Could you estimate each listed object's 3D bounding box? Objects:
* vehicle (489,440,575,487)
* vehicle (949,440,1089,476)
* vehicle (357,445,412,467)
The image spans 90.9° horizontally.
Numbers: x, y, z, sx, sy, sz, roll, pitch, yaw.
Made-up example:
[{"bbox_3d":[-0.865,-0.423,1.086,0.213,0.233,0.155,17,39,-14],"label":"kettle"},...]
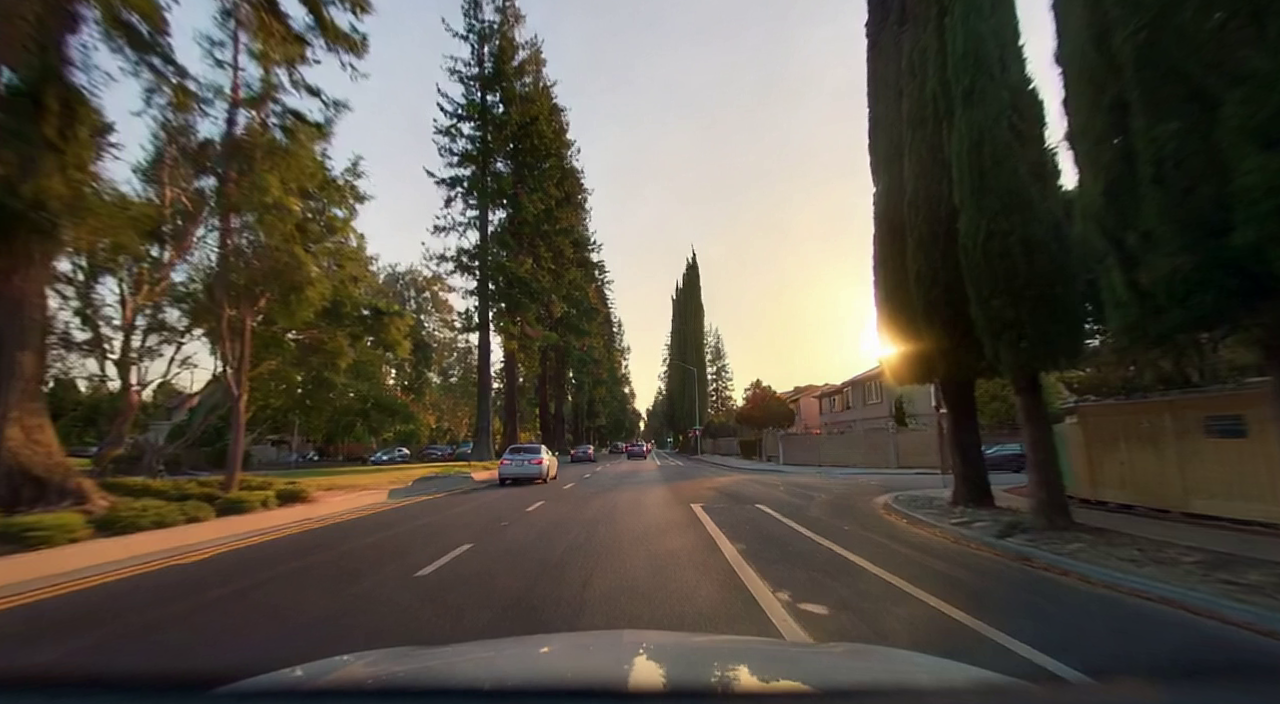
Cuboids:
[{"bbox_3d":[-3.665,3.897,22.331,2.188,1.473,4.651,0,-8,1],"label":"vehicle"},{"bbox_3d":[17.197,4.825,28.814,4.970,1.575,2.140,0,-8,1],"label":"vehicle"},{"bbox_3d":[-19.836,8.063,49.138,2.041,1.566,5.174,0,-8,1],"label":"vehicle"}]
